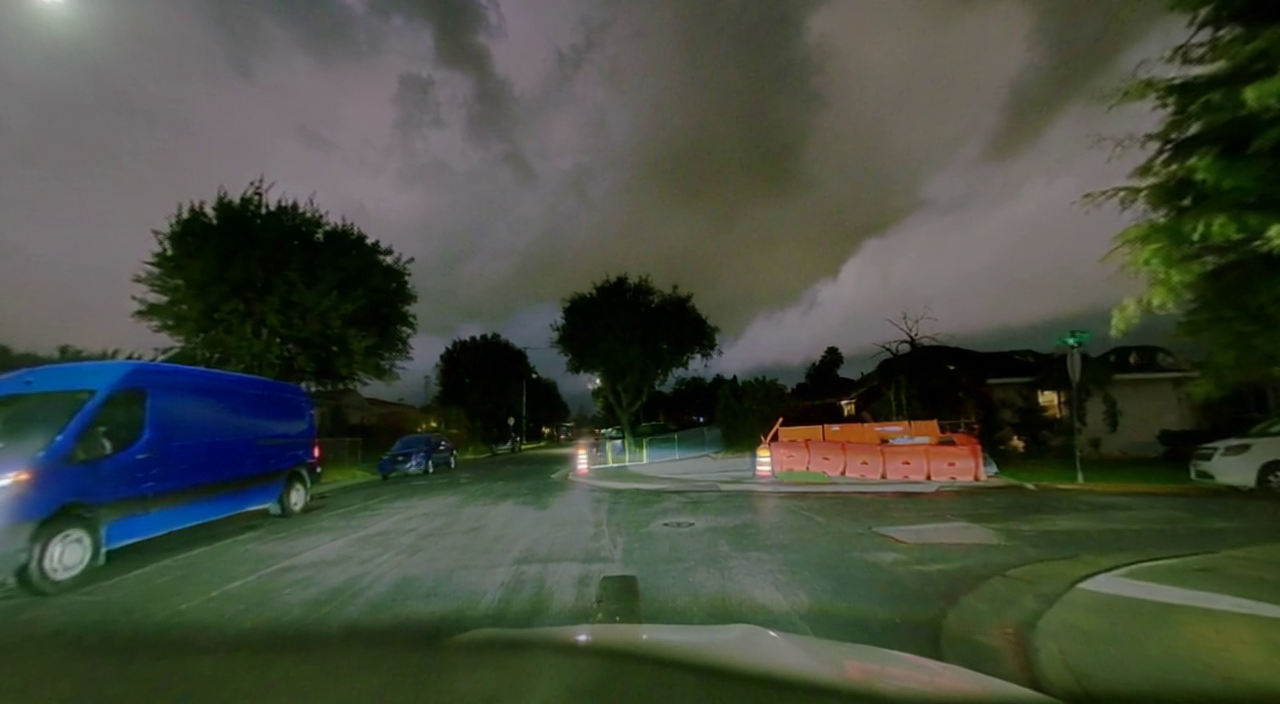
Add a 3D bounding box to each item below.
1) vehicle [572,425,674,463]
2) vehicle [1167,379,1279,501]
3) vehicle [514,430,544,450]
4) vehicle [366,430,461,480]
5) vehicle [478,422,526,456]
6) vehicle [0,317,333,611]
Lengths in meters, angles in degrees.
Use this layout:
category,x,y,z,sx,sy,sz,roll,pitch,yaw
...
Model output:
category,x,y,z,sx,sy,sz,roll,pitch,yaw
vehicle,-0.632,3.759,25.917,1.827,1.436,4.070,-8,-11,44
vehicle,11.887,1.427,10.243,4.624,1.924,2.005,-4,-9,28
vehicle,-8.672,6.884,49.500,1.765,1.493,4.130,0,-8,-2
vehicle,-7.634,3.493,21.709,1.899,1.524,4.082,0,-8,-2
vehicle,-8.412,5.322,38.782,2.042,1.937,4.960,0,-8,-2
vehicle,-6.868,1.346,8.671,2.284,2.500,7.006,-2,-6,-4
